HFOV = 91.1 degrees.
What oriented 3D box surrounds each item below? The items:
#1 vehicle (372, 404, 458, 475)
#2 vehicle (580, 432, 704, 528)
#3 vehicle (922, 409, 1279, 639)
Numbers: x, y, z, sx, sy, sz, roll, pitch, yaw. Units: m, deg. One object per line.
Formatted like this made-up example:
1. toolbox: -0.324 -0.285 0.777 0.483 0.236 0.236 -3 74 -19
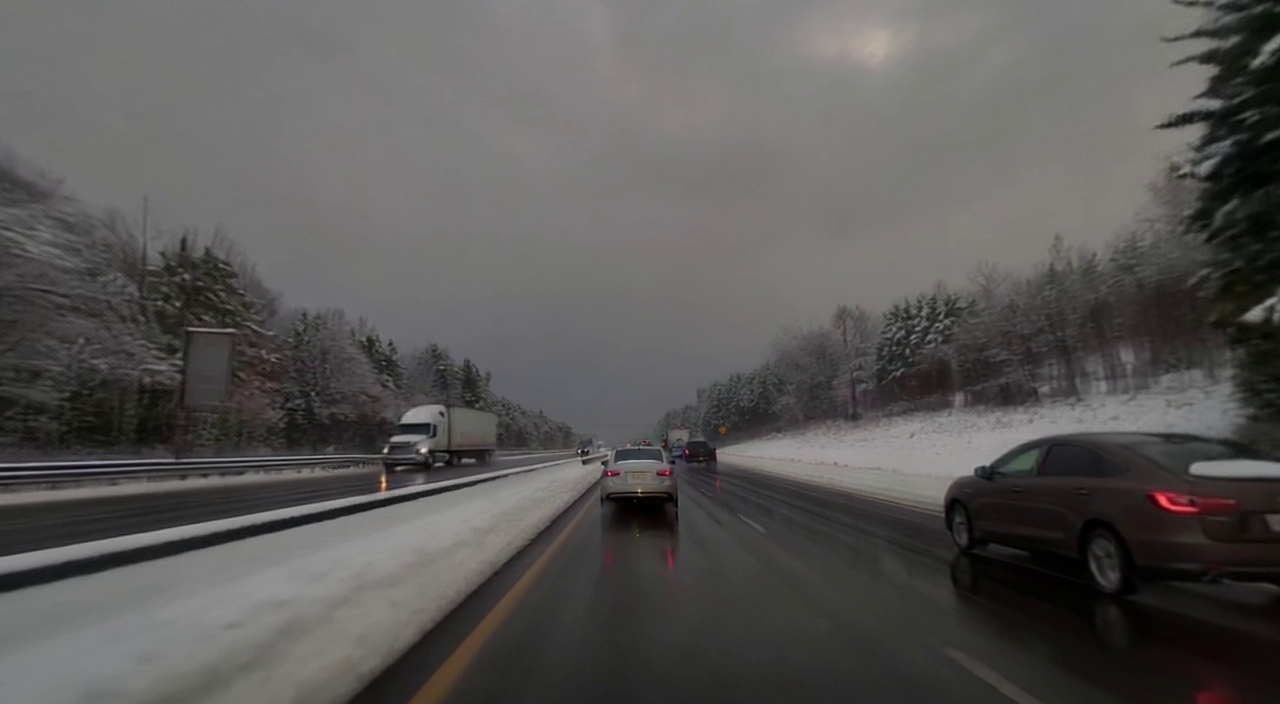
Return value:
1. vehicle: -13.581 5.392 38.560 2.937 3.963 5.772 -1 -9 1
2. vehicle: -0.002 2.452 12.545 2.088 1.580 3.657 0 -9 -1
3. vehicle: 4.730 1.450 6.267 1.931 1.516 3.995 0 -9 -1
